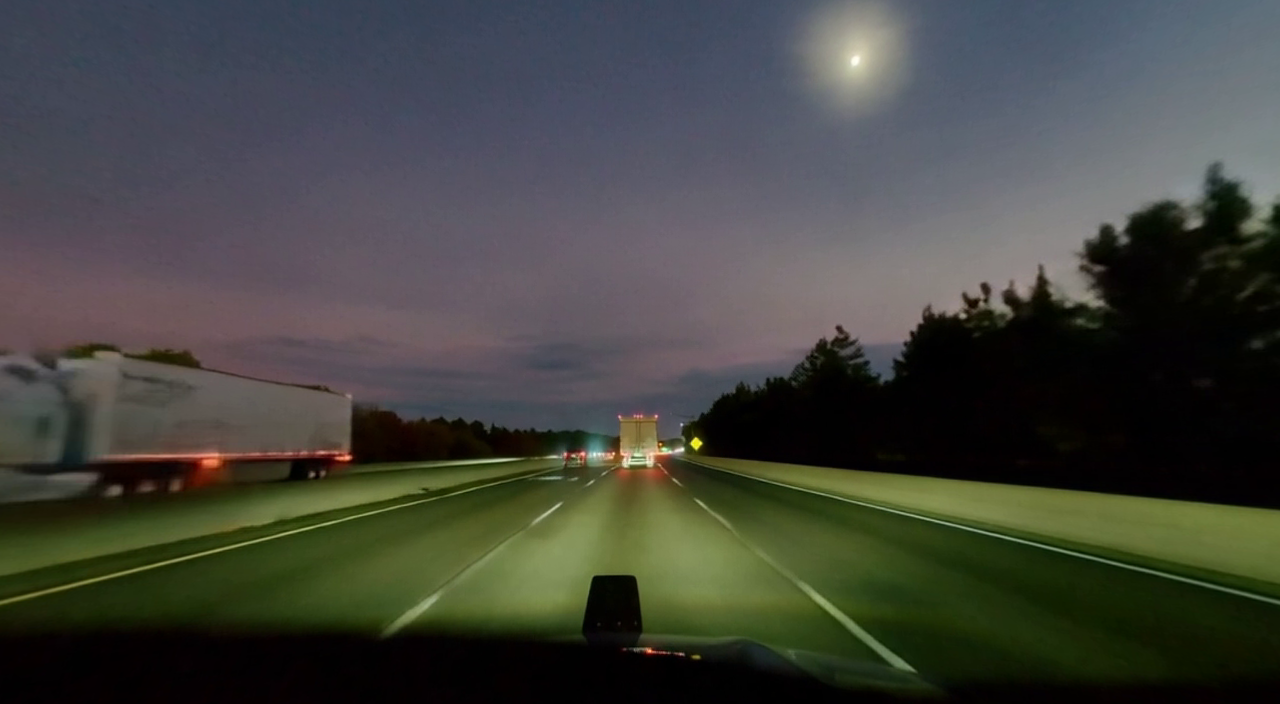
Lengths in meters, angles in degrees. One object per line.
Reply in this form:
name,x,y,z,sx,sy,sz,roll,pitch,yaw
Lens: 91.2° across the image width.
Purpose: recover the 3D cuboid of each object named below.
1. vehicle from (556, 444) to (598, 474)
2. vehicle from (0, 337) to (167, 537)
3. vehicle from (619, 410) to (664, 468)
vehicle,-3.700,6.346,37.429,2.112,1.645,4.129,0,-9,-1
vehicle,-14.874,1.984,14.313,2.966,4.134,6.321,0,-9,-1
vehicle,-0.004,6.933,49.429,3.100,4.091,10.664,0,-9,-1
